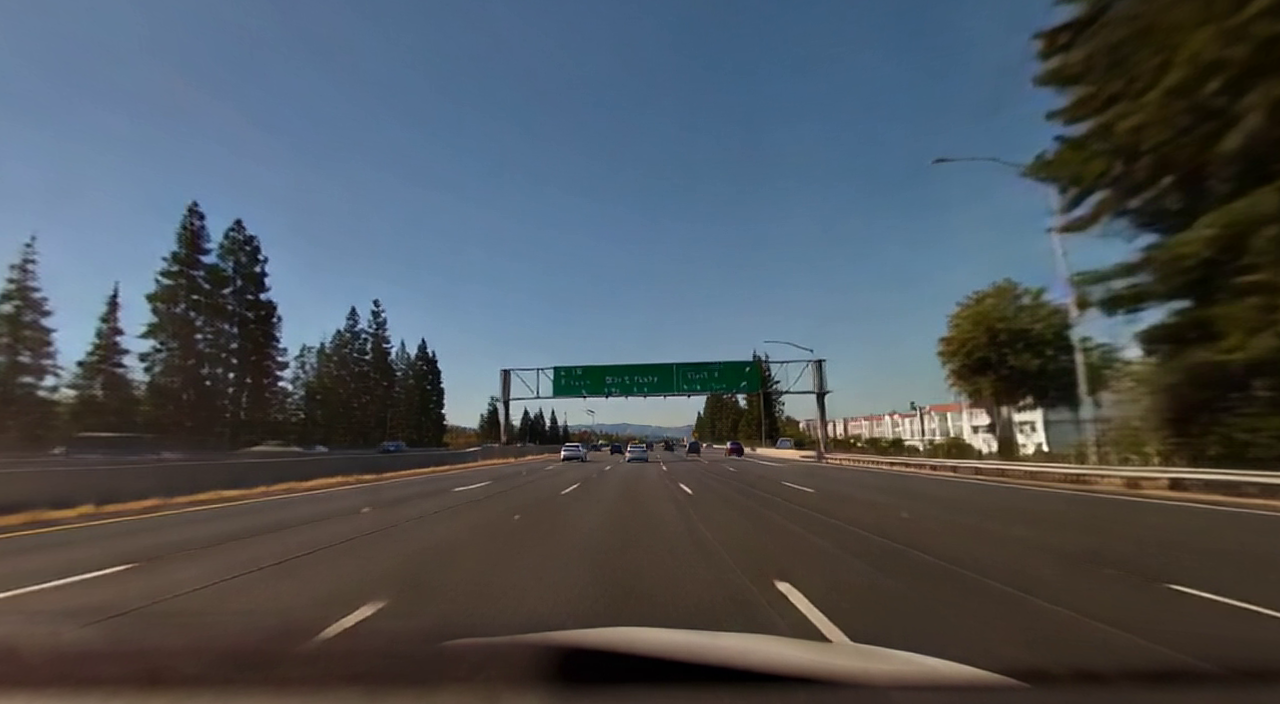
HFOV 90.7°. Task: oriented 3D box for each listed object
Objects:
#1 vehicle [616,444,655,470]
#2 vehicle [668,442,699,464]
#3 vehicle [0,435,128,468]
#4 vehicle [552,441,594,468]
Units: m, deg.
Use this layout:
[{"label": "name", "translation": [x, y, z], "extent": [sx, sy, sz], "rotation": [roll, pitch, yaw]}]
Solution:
[{"label": "vehicle", "translation": [-0.269, 6.261, 37.899], "extent": [2.146, 1.485, 4.332], "rotation": [0, -9, 0]}, {"label": "vehicle", "translation": [3.312, 7.770, 48.857], "extent": [2.084, 1.624, 3.935], "rotation": [0, -9, -1]}, {"label": "vehicle", "translation": [-34.984, 6.064, 38.660], "extent": [2.752, 1.885, 5.571], "rotation": [0, -9, 0]}, {"label": "vehicle", "translation": [-4.462, 6.909, 42.766], "extent": [2.260, 1.706, 4.177], "rotation": [0, -9, 1]}]
